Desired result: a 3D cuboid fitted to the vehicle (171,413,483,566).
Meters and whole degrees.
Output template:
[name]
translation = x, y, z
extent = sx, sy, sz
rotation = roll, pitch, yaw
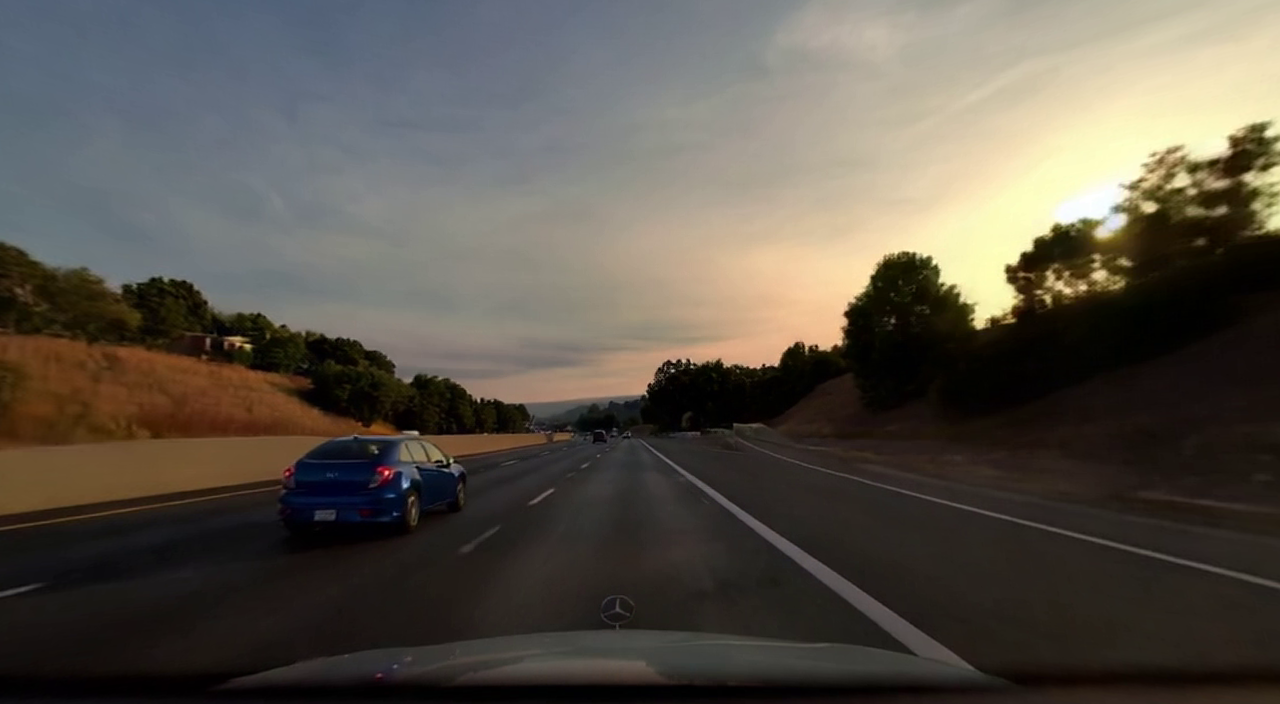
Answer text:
[vehicle]
translation = -3.686, 1.668, 8.543
extent = 2.026, 1.517, 4.325
rotation = 0, -8, 0
